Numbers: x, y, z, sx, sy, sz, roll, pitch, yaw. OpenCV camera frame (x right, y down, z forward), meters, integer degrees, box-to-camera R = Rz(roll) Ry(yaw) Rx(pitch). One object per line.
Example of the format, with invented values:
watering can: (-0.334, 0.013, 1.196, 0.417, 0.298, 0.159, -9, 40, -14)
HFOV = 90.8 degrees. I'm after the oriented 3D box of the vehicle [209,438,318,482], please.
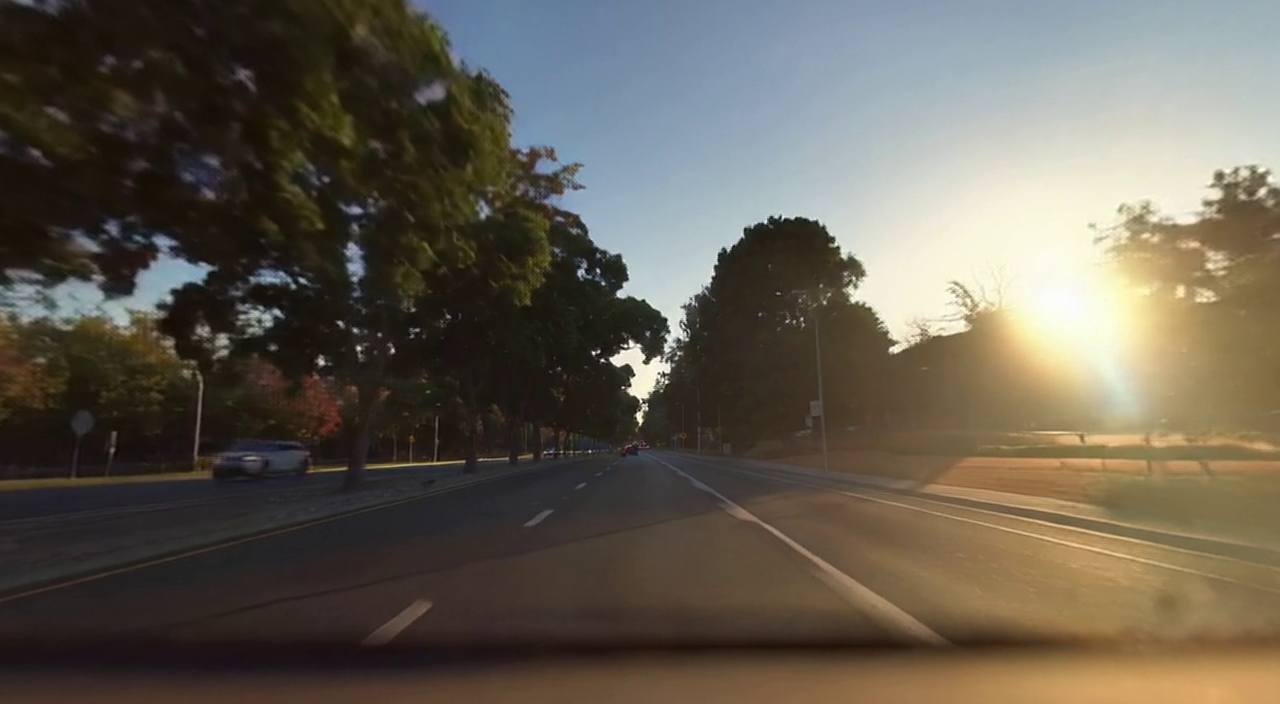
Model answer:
vehicle: (-16.608, 4.766, 28.179, 2.025, 1.802, 4.468, 0, -8, 1)
